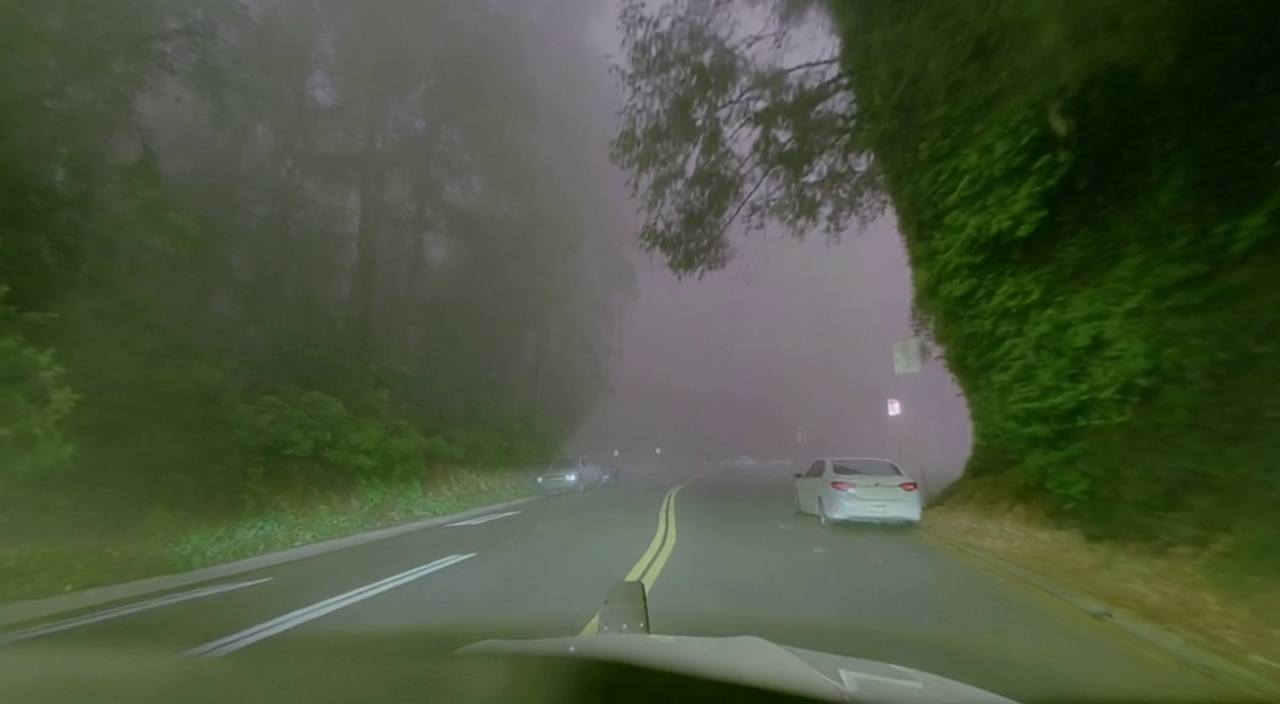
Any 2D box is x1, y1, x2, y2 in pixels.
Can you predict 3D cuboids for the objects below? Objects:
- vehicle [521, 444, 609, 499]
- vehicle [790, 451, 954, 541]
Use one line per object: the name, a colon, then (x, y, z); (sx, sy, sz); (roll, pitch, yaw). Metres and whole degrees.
vehicle: (-3.310, 5.580, 29.223); (2.583, 2.167, 5.667); (-4, -12, 8)
vehicle: (4.414, 2.765, 12.847); (2.033, 1.424, 4.560); (-1, -8, 6)
